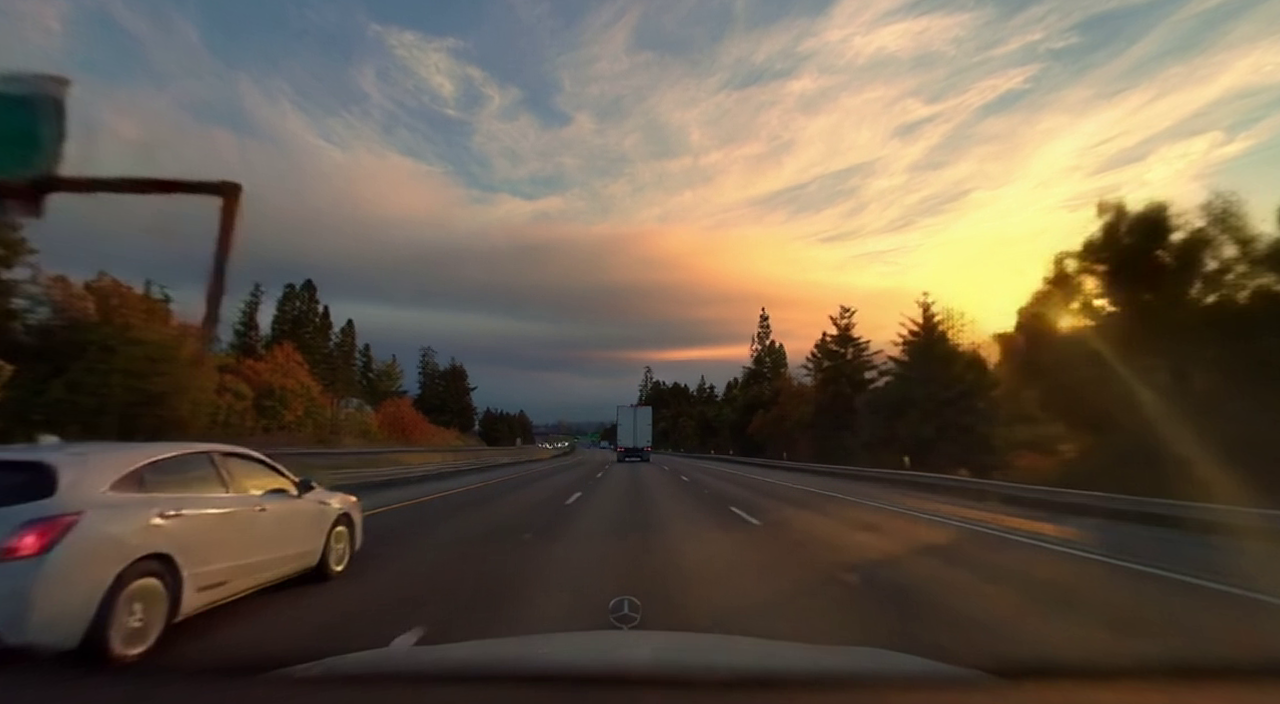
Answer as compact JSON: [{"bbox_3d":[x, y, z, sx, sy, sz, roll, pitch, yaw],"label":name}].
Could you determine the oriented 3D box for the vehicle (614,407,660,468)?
[{"bbox_3d":[-0.425,6.456,46.948,2.962,3.953,10.696,0,-9,-3],"label":"vehicle"}]

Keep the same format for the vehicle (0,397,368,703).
[{"bbox_3d":[-3.843,1.145,4.004,2.080,1.488,4.781,0,-9,0],"label":"vehicle"}]
